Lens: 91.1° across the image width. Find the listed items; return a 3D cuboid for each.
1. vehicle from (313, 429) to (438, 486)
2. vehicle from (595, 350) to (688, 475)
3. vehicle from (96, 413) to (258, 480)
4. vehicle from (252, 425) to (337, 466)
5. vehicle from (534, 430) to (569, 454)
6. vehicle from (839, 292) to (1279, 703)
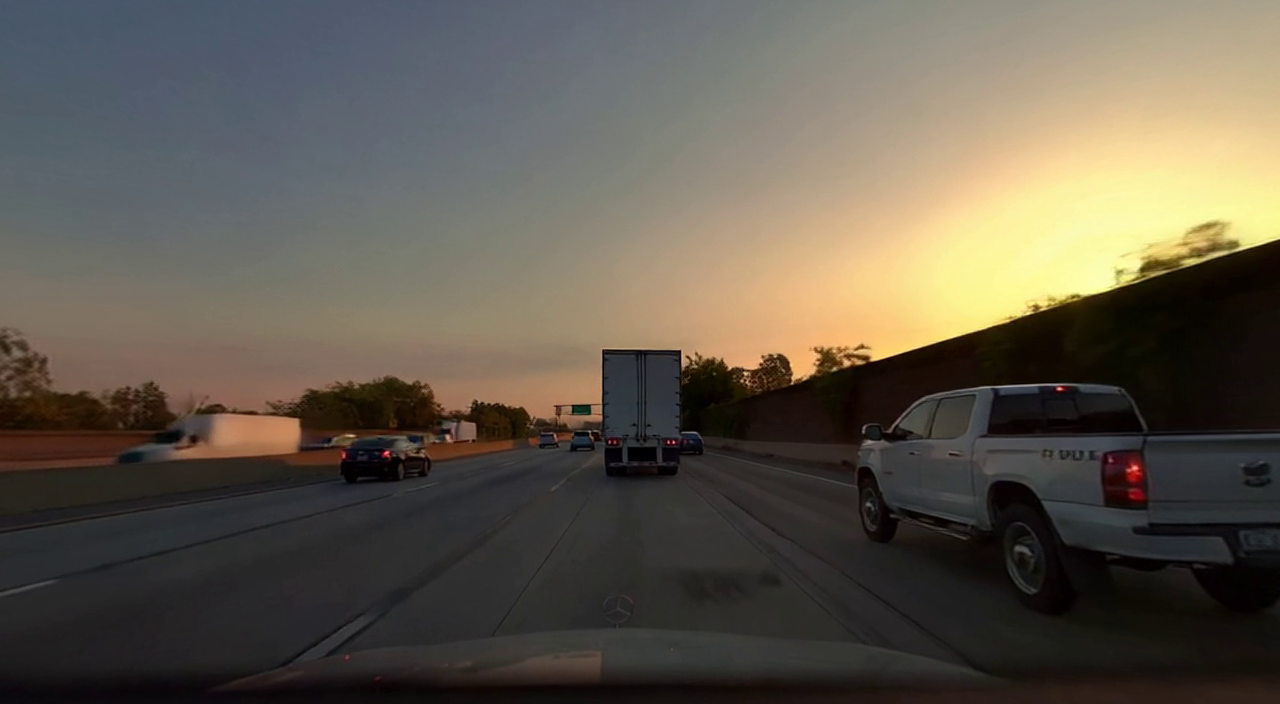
[{"bbox_3d":[-7.782,3.114,18.960,2.059,1.500,4.001,0,-8,-1],"label":"vehicle"},{"bbox_3d":[-0.244,2.584,25.043,2.904,3.915,10.473,0,-8,-3],"label":"vehicle"},{"bbox_3d":[-19.511,4.011,27.033,2.310,2.527,6.025,0,-8,0],"label":"vehicle"},{"bbox_3d":[-24.174,6.561,44.328,2.395,2.623,6.450,0,-8,-1],"label":"vehicle"},{"bbox_3d":[-6.424,6.560,46.062,2.134,1.650,4.133,0,-8,-3],"label":"vehicle"},{"bbox_3d":[3.532,0.980,5.057,2.118,1.832,4.901,0,-8,-2],"label":"vehicle"}]
